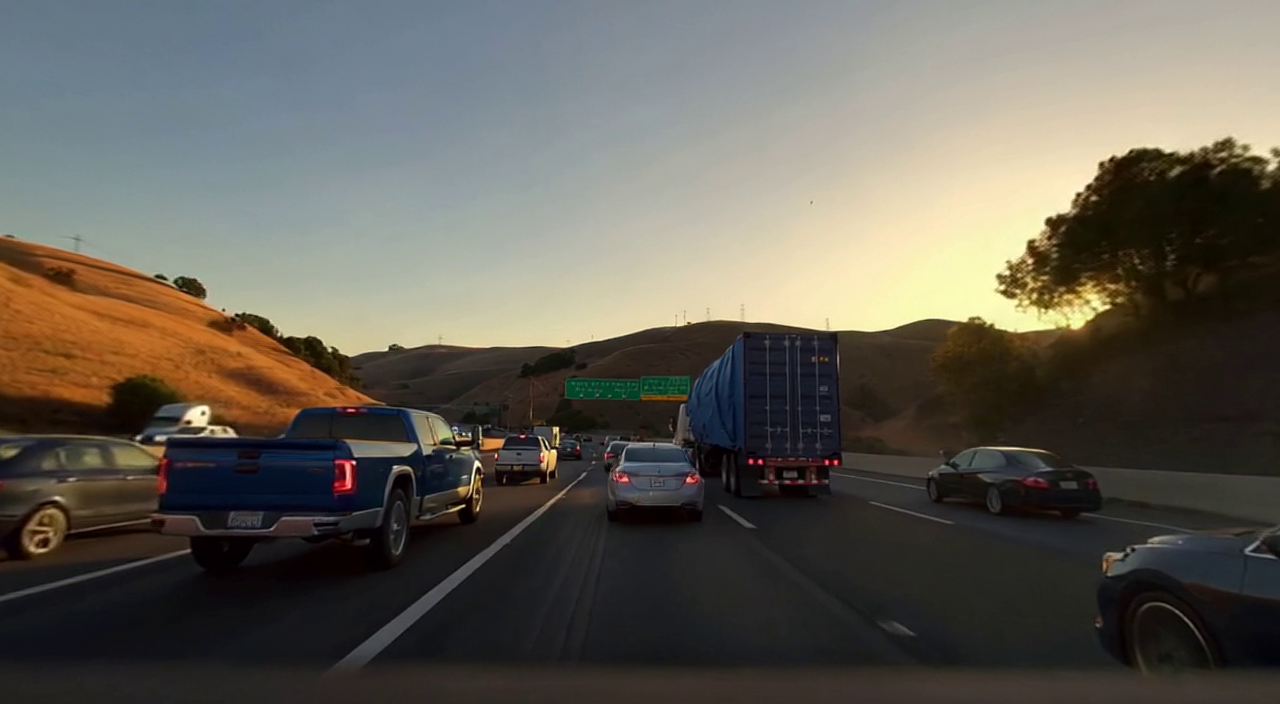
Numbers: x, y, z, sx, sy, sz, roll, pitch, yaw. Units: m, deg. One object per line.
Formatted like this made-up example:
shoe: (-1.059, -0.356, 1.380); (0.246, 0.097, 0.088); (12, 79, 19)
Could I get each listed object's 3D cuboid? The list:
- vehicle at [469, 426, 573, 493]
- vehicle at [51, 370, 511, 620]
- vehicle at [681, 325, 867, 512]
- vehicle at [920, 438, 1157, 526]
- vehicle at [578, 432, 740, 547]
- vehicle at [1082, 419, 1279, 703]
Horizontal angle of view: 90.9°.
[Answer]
vehicle: (-3.544, 3.326, 19.969); (2.348, 1.821, 5.061); (0, -8, 0)
vehicle: (-3.294, 1.474, 7.576); (2.318, 1.902, 5.374); (0, -8, 0)
vehicle: (3.284, 2.197, 19.339); (2.759, 4.098, 10.906); (0, -8, -3)
vehicle: (7.774, 2.530, 12.948); (2.092, 1.495, 4.194); (0, -8, 0)
vehicle: (0.221, 2.082, 10.263); (2.105, 1.471, 3.978); (0, -8, -1)
vehicle: (3.555, 0.797, 1.107); (2.169, 1.447, 4.817); (0, -8, 2)
